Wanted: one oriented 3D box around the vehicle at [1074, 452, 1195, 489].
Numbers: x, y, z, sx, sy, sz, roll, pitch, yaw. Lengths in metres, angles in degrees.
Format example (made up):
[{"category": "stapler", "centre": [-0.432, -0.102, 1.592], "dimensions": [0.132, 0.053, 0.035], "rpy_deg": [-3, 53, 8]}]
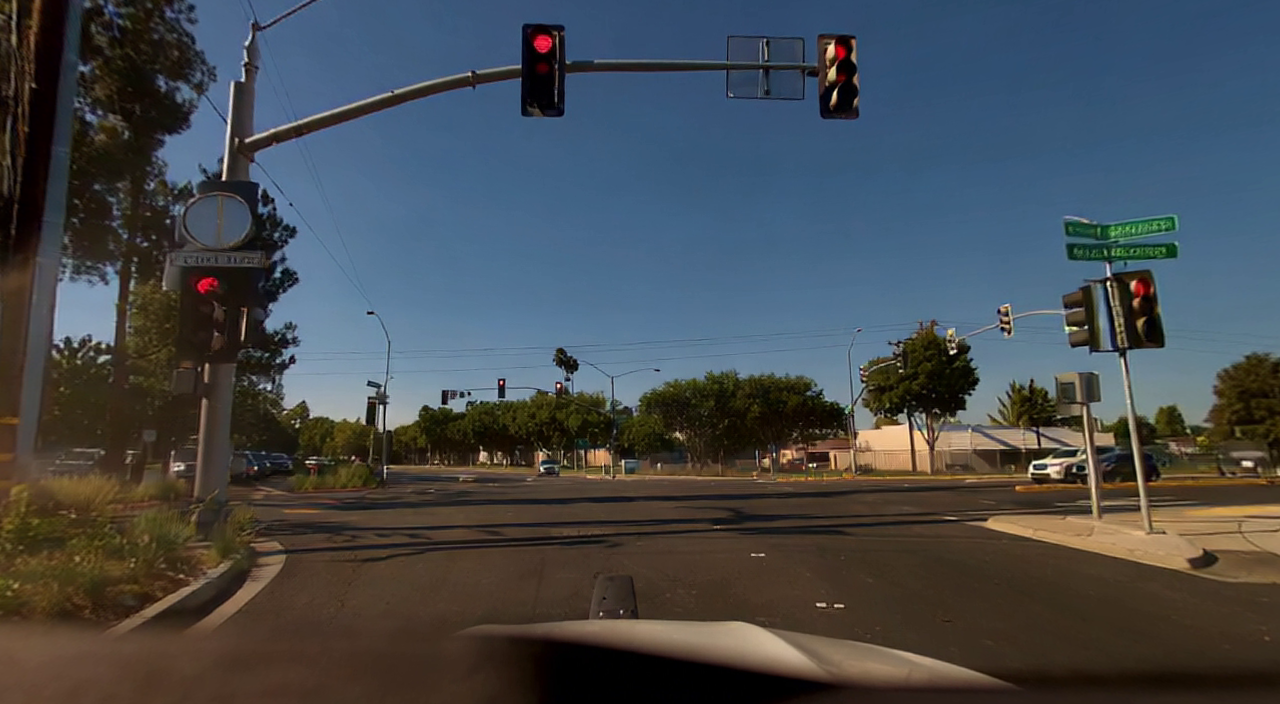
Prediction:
[{"category": "vehicle", "centre": [22.761, 5.444, 29.093], "dimensions": [3.998, 1.590, 1.936], "rpy_deg": [1, -10, -6]}]
